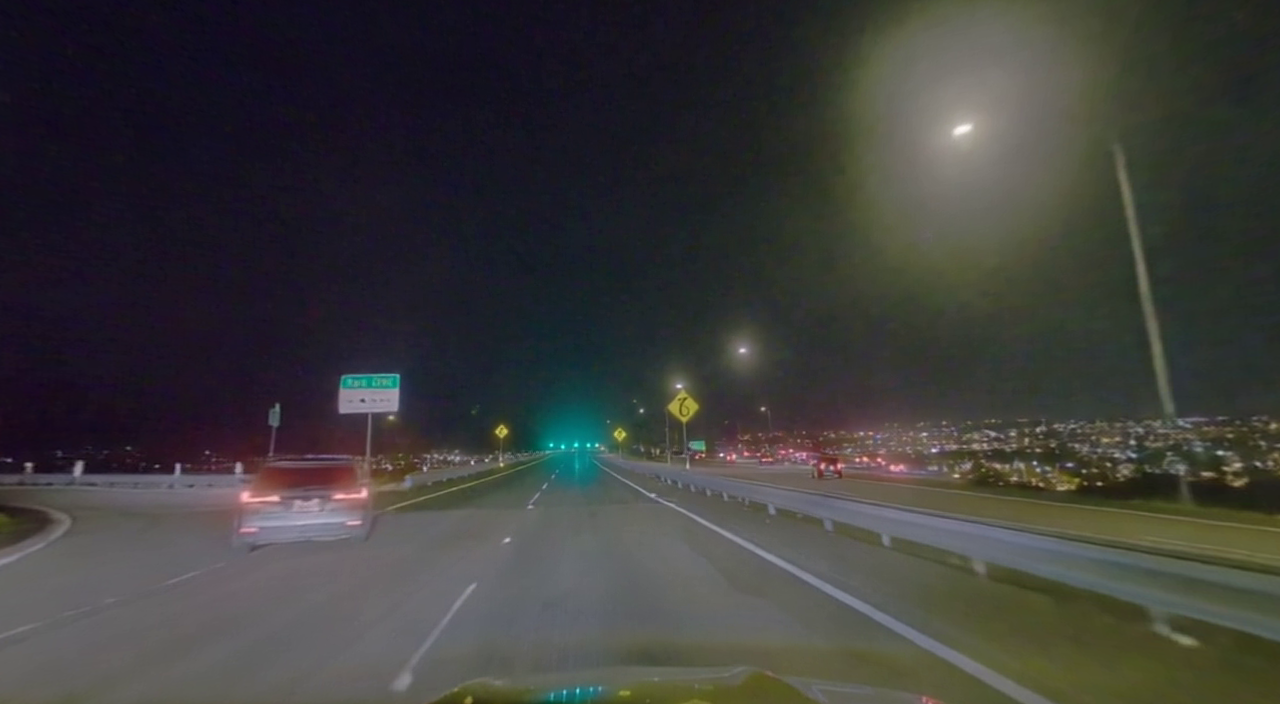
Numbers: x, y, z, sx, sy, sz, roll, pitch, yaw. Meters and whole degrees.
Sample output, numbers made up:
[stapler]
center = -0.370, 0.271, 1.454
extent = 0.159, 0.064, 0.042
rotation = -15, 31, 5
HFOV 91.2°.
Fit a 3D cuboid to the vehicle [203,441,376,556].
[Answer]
[vehicle]
center = -5.721, 2.260, 10.440
extent = 2.006, 1.486, 3.950
rotation = 4, -10, -28
